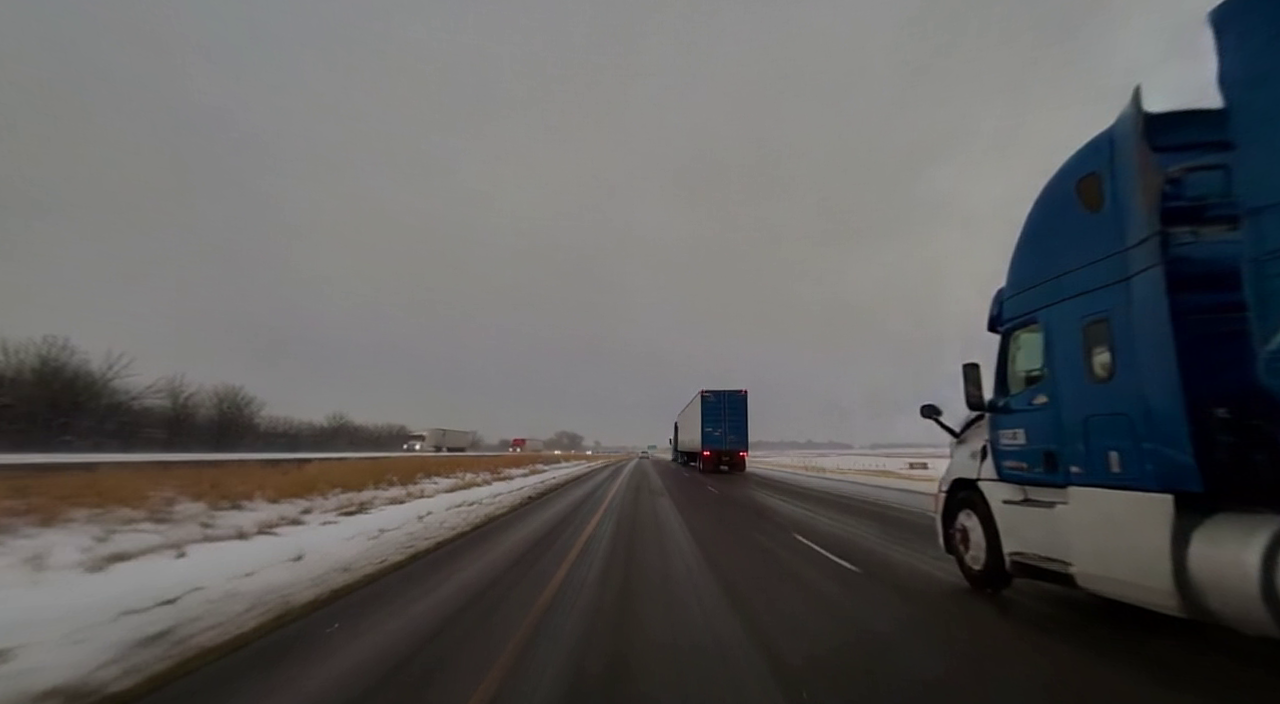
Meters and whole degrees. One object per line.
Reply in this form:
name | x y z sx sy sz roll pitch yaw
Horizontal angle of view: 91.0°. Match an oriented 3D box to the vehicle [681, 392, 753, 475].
vehicle | 4.321 5.114 38.567 2.818 4.206 12.987 0 -9 0
